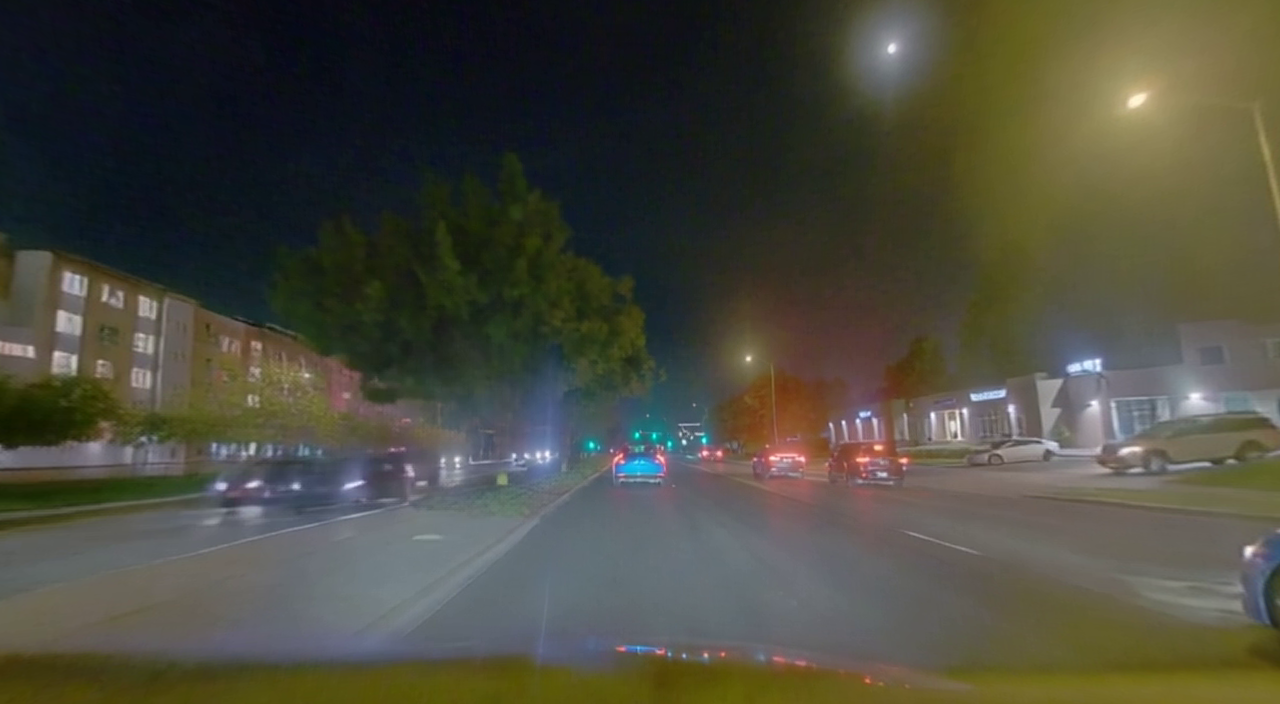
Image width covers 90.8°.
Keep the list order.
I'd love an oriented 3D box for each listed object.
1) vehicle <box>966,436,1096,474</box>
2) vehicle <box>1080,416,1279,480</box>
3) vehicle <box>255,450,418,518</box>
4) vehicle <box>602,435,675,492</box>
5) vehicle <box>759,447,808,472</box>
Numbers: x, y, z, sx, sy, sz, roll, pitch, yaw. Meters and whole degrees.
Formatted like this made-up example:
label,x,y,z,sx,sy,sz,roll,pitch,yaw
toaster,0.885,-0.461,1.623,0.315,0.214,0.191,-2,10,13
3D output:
label,x,y,z,sx,sy,sz,roll,pitch,yaw
vehicle,19.485,5.133,31.634,4.932,1.514,2.327,-3,-8,-5
vehicle,19.711,3.461,22.808,5.677,2.171,2.393,0,-9,4
vehicle,-7.750,3.368,16.777,1.948,1.508,4.749,0,-9,0
vehicle,-0.083,3.809,21.934,2.266,1.762,4.131,0,-9,-1
vehicle,9.127,6.870,40.557,2.045,1.484,4.342,0,-9,-2
